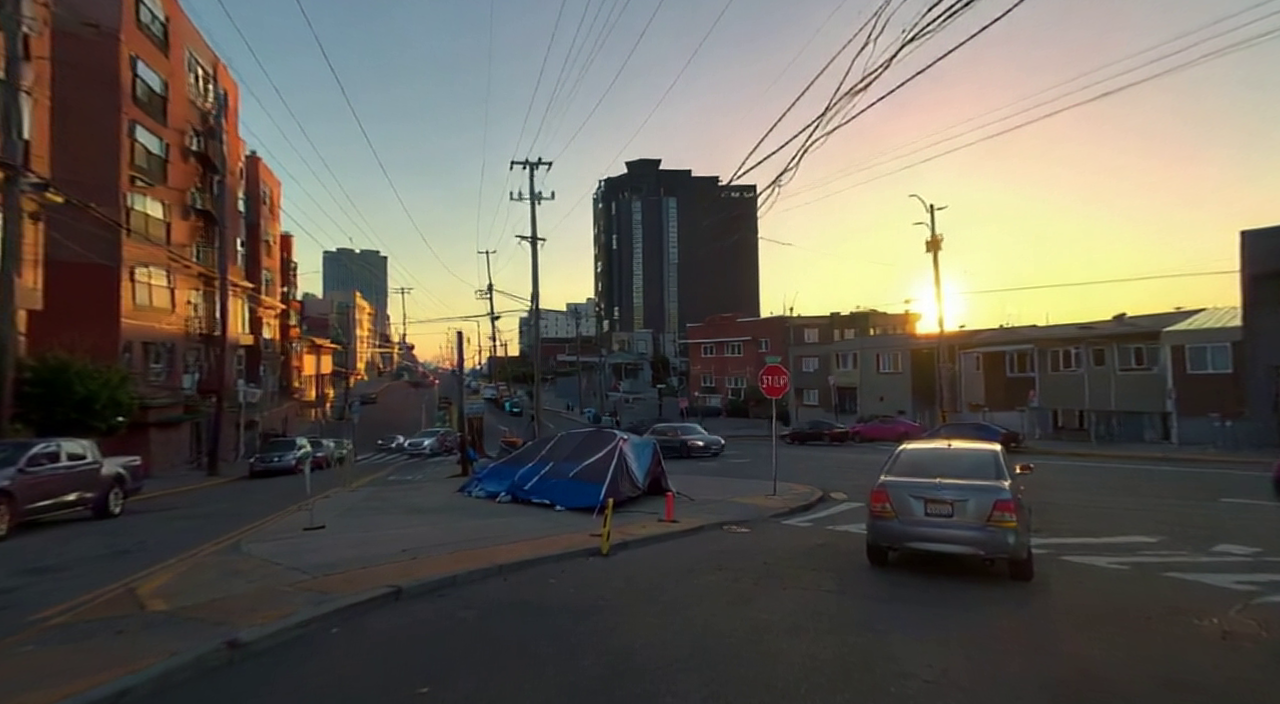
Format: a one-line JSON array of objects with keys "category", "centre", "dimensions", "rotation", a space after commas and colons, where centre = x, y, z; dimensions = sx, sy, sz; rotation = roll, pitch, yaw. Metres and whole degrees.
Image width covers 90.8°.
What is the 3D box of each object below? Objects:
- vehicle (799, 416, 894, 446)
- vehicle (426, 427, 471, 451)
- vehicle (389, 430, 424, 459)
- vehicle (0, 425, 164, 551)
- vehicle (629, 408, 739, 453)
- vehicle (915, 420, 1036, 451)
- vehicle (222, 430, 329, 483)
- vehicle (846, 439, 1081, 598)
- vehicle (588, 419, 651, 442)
[{"category": "vehicle", "centre": [10.770, 4.216, 33.259], "dimensions": [1.790, 1.468, 4.422], "rotation": [7, -11, -39]}, {"category": "vehicle", "centre": [-14.646, 6.666, 48.218], "dimensions": [1.870, 1.724, 4.320], "rotation": [6, -10, -36]}, {"category": "vehicle", "centre": [-15.152, 6.024, 41.138], "dimensions": [1.987, 1.686, 3.971], "rotation": [0, -8, -18]}, {"category": "vehicle", "centre": [-10.606, 2.208, 10.699], "dimensions": [1.934, 1.798, 5.317], "rotation": [2, -9, -13]}, {"category": "vehicle", "centre": [2.024, 3.896, 30.939], "dimensions": [2.152, 1.970, 5.506], "rotation": [5, -10, -38]}, {"category": "vehicle", "centre": [16.401, 4.151, 31.118], "dimensions": [1.824, 1.414, 4.820], "rotation": [7, -11, -39]}, {"category": "vehicle", "centre": [-14.006, 4.034, 24.682], "dimensions": [2.054, 1.800, 5.212], "rotation": [1, -9, -12]}, {"category": "vehicle", "centre": [4.709, 2.073, 8.895], "dimensions": [1.945, 1.647, 4.160], "rotation": [-7, -11, 39]}, {"category": "vehicle", "centre": [-1.468, 5.495, 43.938], "dimensions": [2.089, 1.506, 4.641], "rotation": [6, -10, -36]}]
